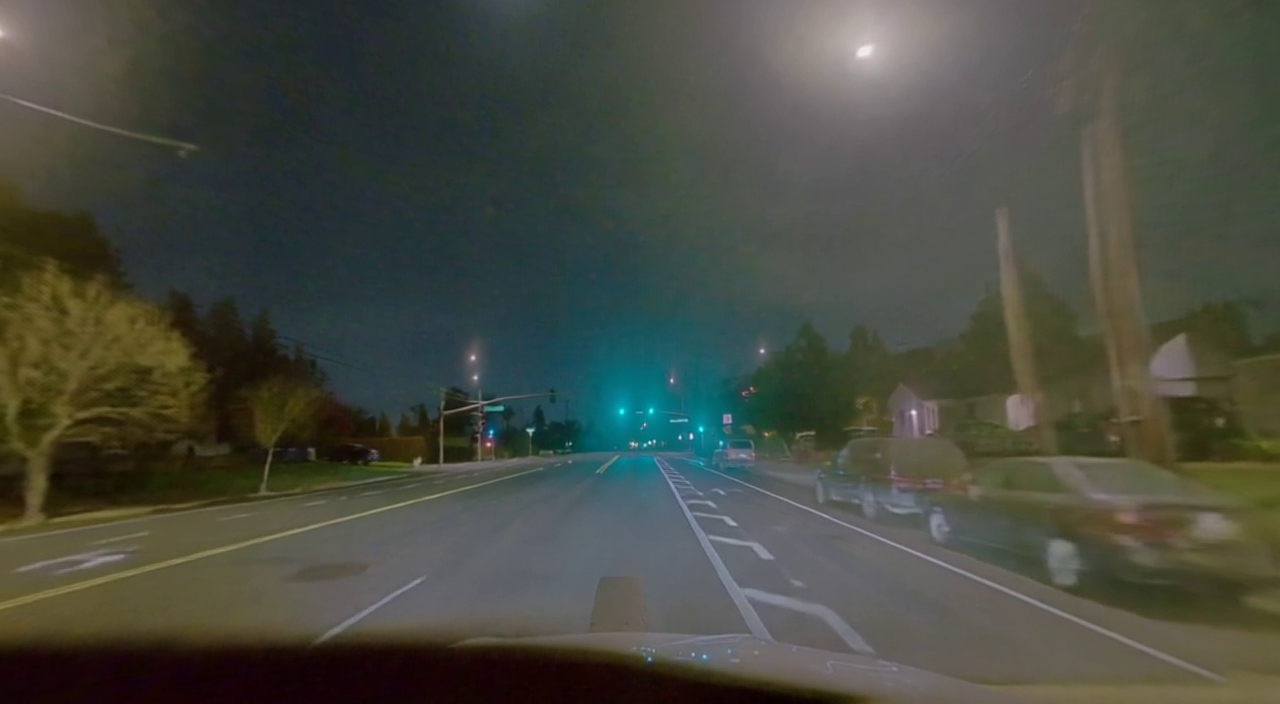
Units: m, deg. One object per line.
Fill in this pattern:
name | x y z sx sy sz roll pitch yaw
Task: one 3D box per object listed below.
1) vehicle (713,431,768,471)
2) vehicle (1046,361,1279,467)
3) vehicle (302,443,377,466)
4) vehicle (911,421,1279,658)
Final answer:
vehicle | 5.031 5.029 32.182 2.170 1.869 4.594 0 -8 2
vehicle | 13.392 1.641 16.174 4.284 1.725 1.981 -12 -9 -1
vehicle | -21.874 7.470 45.994 4.334 1.668 2.069 0 -8 1
vehicle | 4.596 1.484 6.176 1.881 1.435 4.525 0 -8 0
